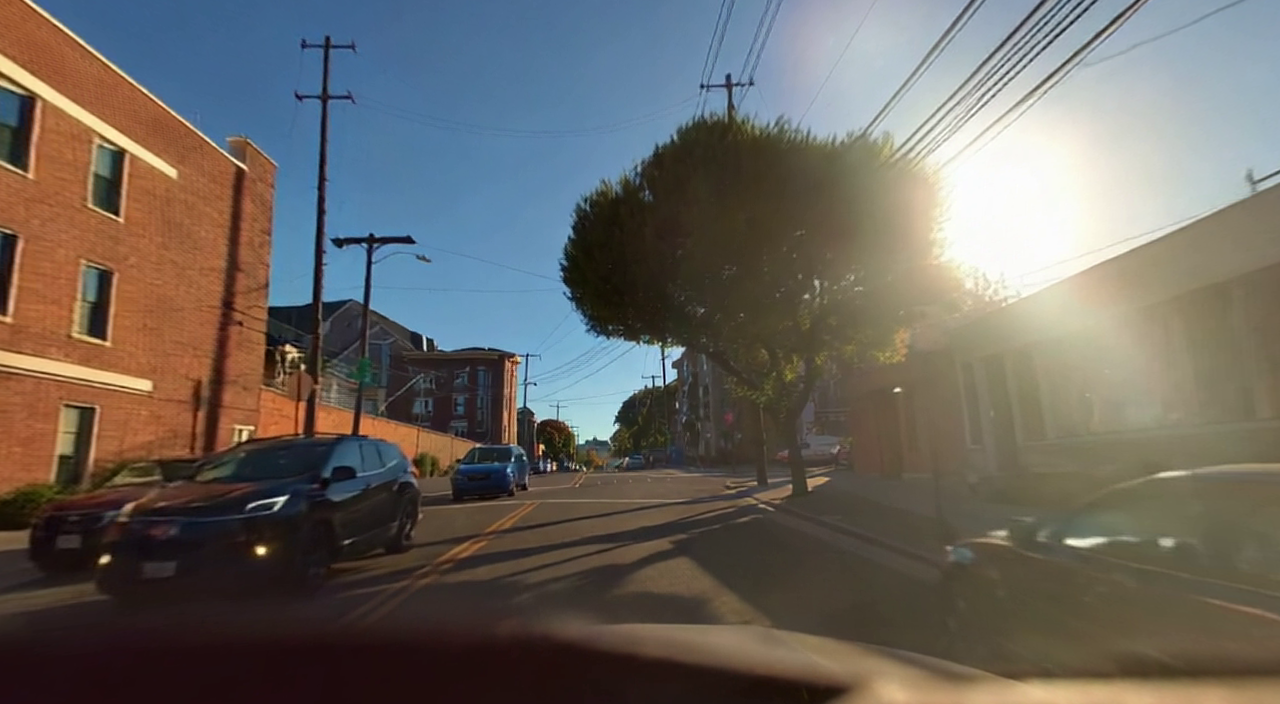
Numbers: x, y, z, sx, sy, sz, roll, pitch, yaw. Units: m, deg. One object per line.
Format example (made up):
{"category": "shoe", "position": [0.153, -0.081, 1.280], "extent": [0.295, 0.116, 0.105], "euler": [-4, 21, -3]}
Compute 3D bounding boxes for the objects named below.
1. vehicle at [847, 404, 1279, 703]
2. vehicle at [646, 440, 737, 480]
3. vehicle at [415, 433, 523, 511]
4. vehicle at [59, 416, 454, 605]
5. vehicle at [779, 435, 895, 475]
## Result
{"category": "vehicle", "position": [2.724, 1.073, 2.927], "extent": [1.913, 1.509, 4.436], "euler": [0, -8, -2]}
{"category": "vehicle", "position": [2.453, 5.019, 29.666], "extent": [3.994, 1.736, 2.059], "euler": [7, -11, -42]}
{"category": "vehicle", "position": [-4.507, 3.201, 17.419], "extent": [1.918, 1.823, 4.536], "euler": [0, -8, -3]}
{"category": "vehicle", "position": [-4.510, 1.902, 8.665], "extent": [2.236, 1.834, 4.743], "euler": [-1, -8, 3]}
{"category": "vehicle", "position": [9.850, 5.212, 32.040], "extent": [5.167, 1.895, 2.140], "euler": [-1, -8, 3]}
